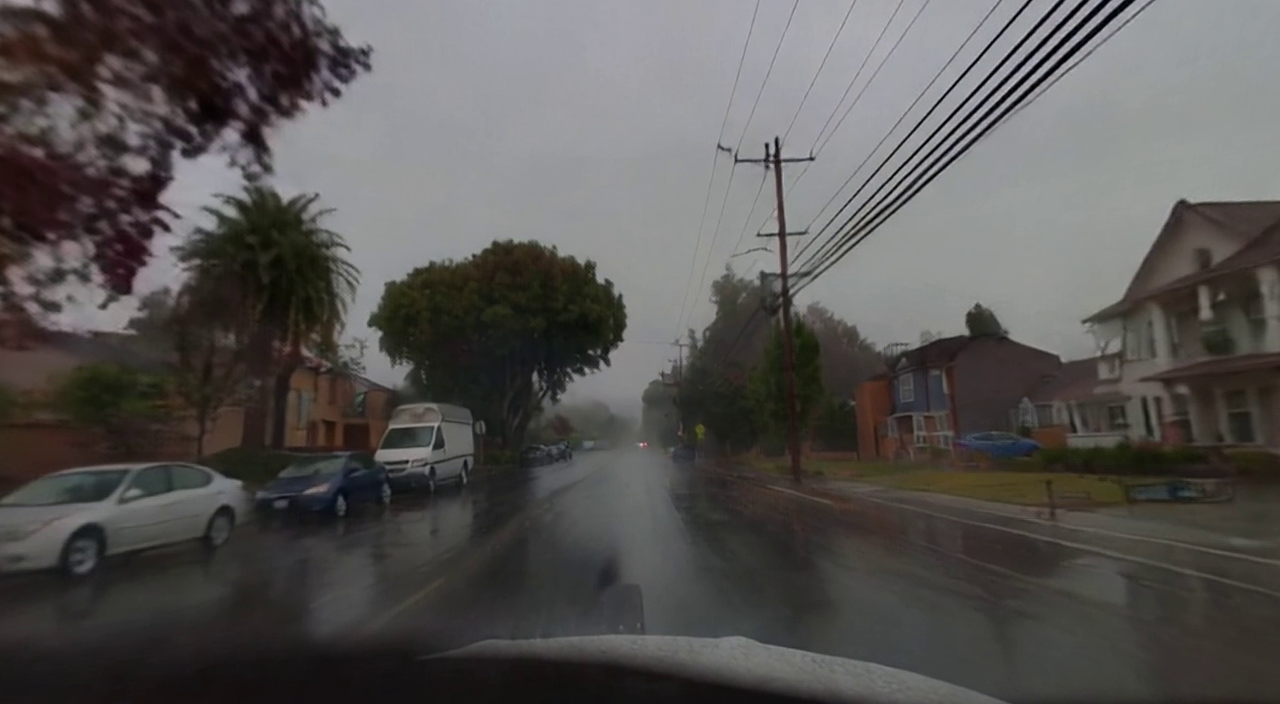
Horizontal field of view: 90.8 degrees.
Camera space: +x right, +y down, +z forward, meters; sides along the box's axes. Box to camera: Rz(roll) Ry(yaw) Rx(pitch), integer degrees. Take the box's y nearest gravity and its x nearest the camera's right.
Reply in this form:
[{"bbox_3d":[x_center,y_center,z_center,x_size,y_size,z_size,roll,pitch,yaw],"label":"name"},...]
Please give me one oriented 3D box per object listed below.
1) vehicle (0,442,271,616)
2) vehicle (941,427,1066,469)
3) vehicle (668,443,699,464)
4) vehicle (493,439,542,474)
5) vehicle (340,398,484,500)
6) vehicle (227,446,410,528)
[{"bbox_3d":[-6.501,1.867,7.416,1.858,1.476,4.262,-1,-9,-2],"label":"vehicle"},{"bbox_3d":[16.012,4.273,27.976,4.275,1.645,1.874,-2,-10,1],"label":"vehicle"},{"bbox_3d":[3.247,7.697,48.014,1.869,1.453,4.237,0,-9,-2],"label":"vehicle"},{"bbox_3d":[-6.832,5.872,35.696,1.963,1.820,4.297,0,-8,-1],"label":"vehicle"},{"bbox_3d":[-6.865,3.088,19.985,2.439,2.724,5.647,-1,-10,0],"label":"vehicle"},{"bbox_3d":[-6.735,2.863,13.850,1.846,1.427,4.260,-1,-10,-1],"label":"vehicle"}]
